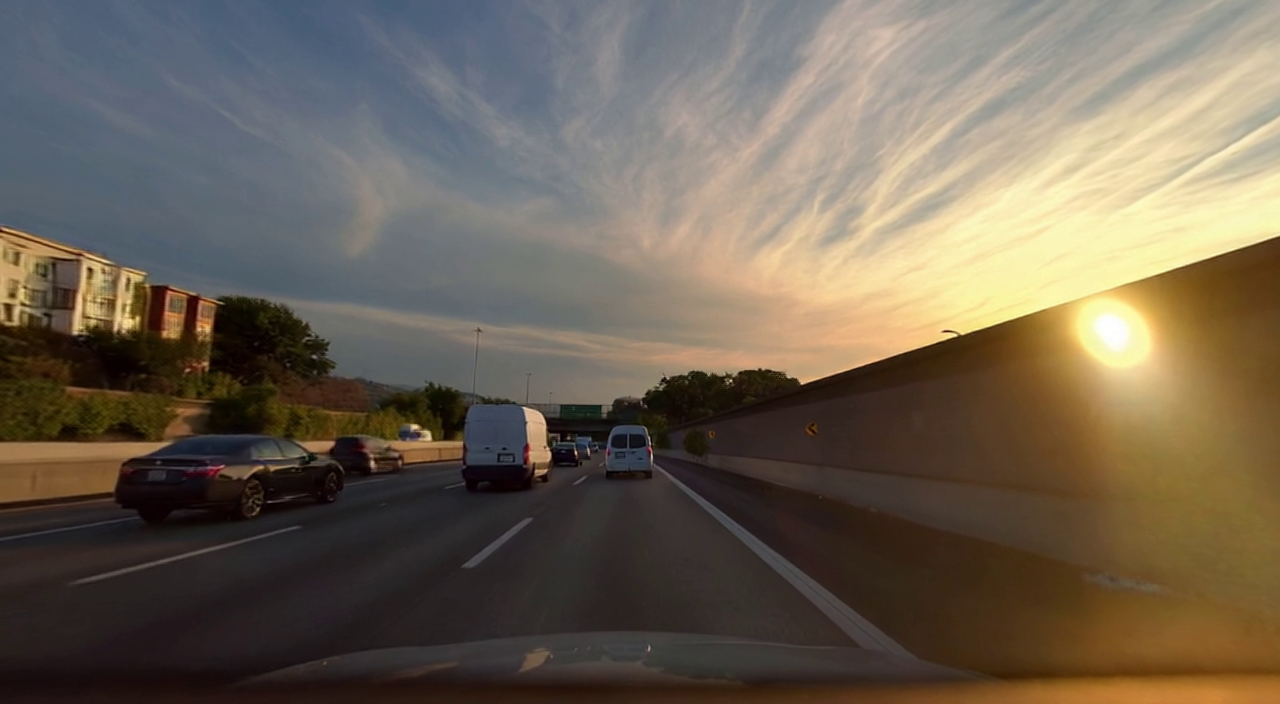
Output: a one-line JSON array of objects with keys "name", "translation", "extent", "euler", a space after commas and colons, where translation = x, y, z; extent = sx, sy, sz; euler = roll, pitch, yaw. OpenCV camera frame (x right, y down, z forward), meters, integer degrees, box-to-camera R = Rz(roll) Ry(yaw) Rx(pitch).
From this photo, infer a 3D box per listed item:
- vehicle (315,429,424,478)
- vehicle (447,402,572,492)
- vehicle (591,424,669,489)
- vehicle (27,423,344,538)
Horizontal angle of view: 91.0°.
[{"name": "vehicle", "translation": [-10.694, 4.076, 25.360], "extent": [2.312, 1.766, 4.653], "euler": [0, -9, 0]}, {"name": "vehicle", "translation": [-3.652, 2.873, 19.104], "extent": [2.504, 2.276, 5.933], "euler": [0, -9, 0]}, {"name": "vehicle", "translation": [-0.284, 3.282, 20.012], "extent": [2.207, 1.807, 4.199], "euler": [0, -9, 0]}, {"name": "vehicle", "translation": [-7.103, 2.047, 10.659], "extent": [1.959, 1.493, 4.575], "euler": [0, -9, 0]}]
